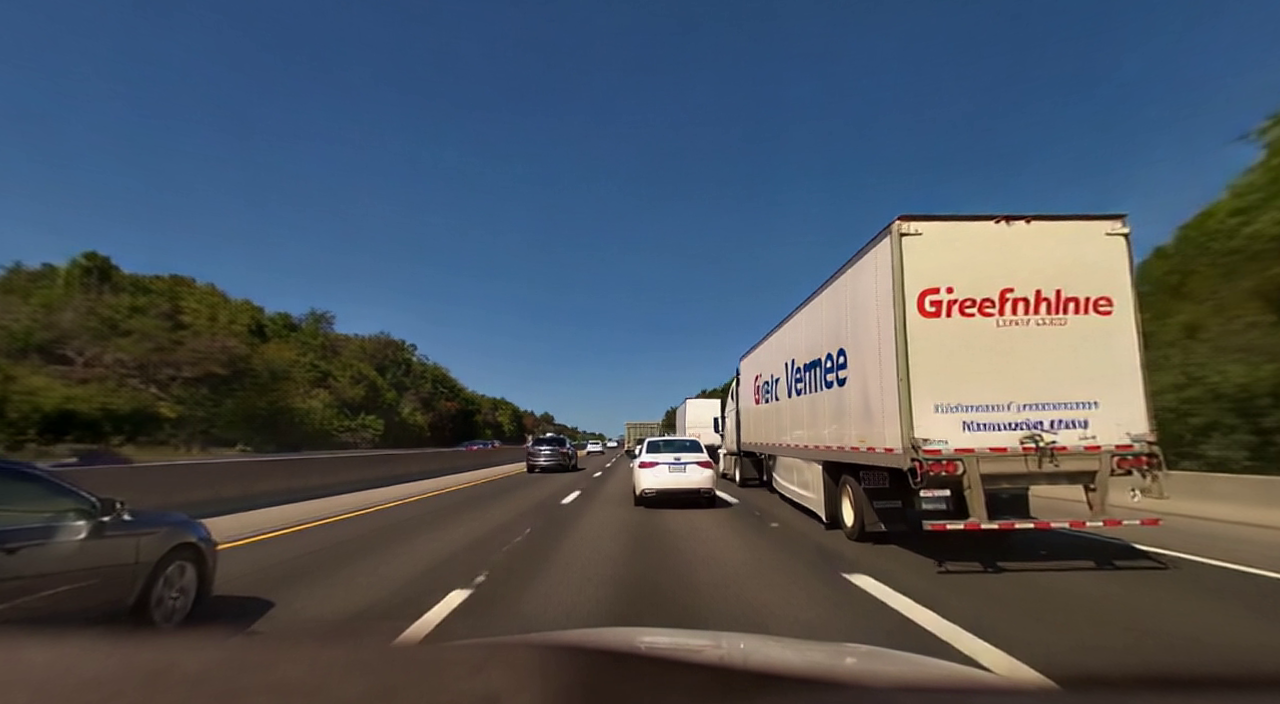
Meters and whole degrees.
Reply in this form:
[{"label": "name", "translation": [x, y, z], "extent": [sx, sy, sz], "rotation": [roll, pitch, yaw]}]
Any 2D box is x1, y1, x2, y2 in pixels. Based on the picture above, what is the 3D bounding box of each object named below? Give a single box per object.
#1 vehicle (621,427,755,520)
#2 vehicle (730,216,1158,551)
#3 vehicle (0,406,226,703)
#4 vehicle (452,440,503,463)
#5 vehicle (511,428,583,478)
[{"label": "vehicle", "translation": [0.762, 2.289, 12.528], "extent": [2.200, 1.495, 4.282], "rotation": [0, -8, -1]}, {"label": "vehicle", "translation": [4.617, 1.275, 14.784], "extent": [2.883, 4.070, 14.423], "rotation": [0, -8, 0]}, {"label": "vehicle", "translation": [-4.284, 0.928, 2.504], "extent": [2.100, 1.491, 4.676], "rotation": [0, -8, 0]}, {"label": "vehicle", "translation": [-10.793, 6.617, 42.216], "extent": [2.037, 1.397, 4.817], "rotation": [0, -8, 1]}, {"label": "vehicle", "translation": [-3.434, 3.817, 24.186], "extent": [2.006, 1.729, 4.447], "rotation": [0, -8, 1]}]
